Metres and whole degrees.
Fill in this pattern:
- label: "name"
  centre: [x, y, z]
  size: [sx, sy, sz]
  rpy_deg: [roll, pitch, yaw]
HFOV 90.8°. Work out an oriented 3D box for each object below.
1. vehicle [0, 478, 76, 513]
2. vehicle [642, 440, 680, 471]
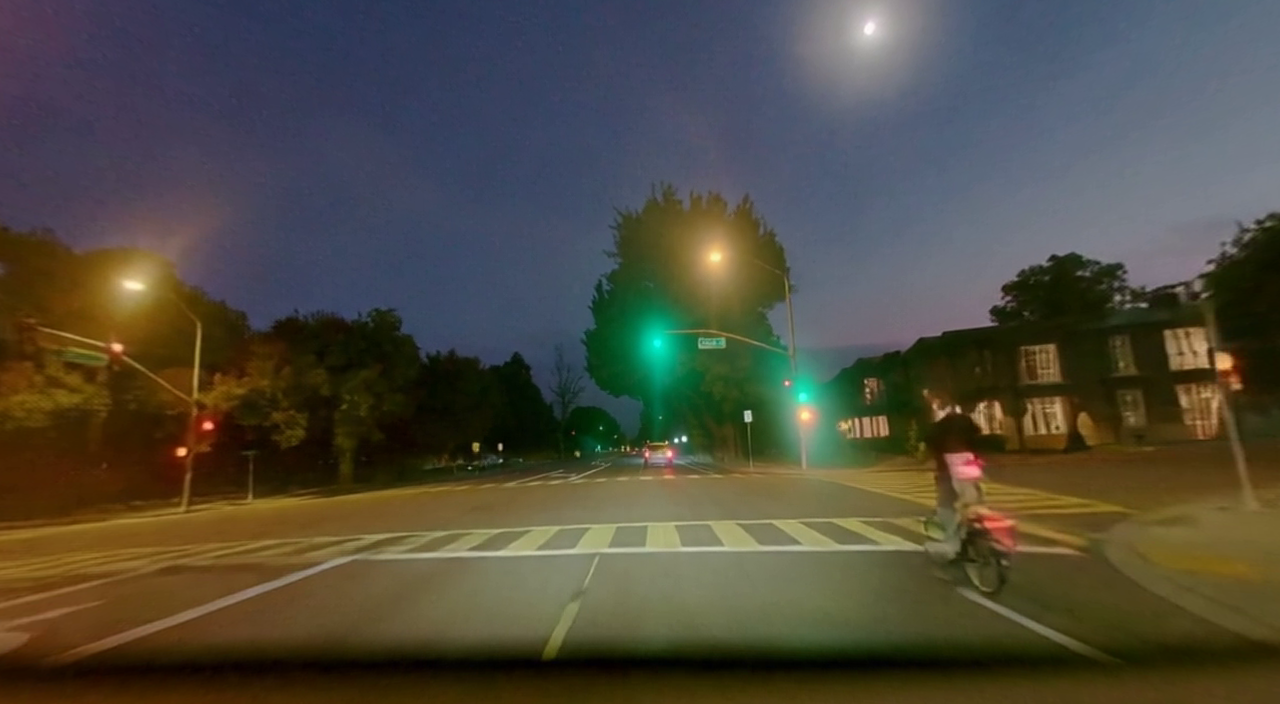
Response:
- label: "vehicle"
  centre: [-31.785, 7.298, 32.242]
  size: [1.816, 1.475, 4.497]
  rpy_deg: [0, -9, 0]
- label: "vehicle"
  centre: [1.328, 6.490, 39.769]
  size: [2.215, 1.799, 4.426]
  rpy_deg: [-1, -9, 2]
